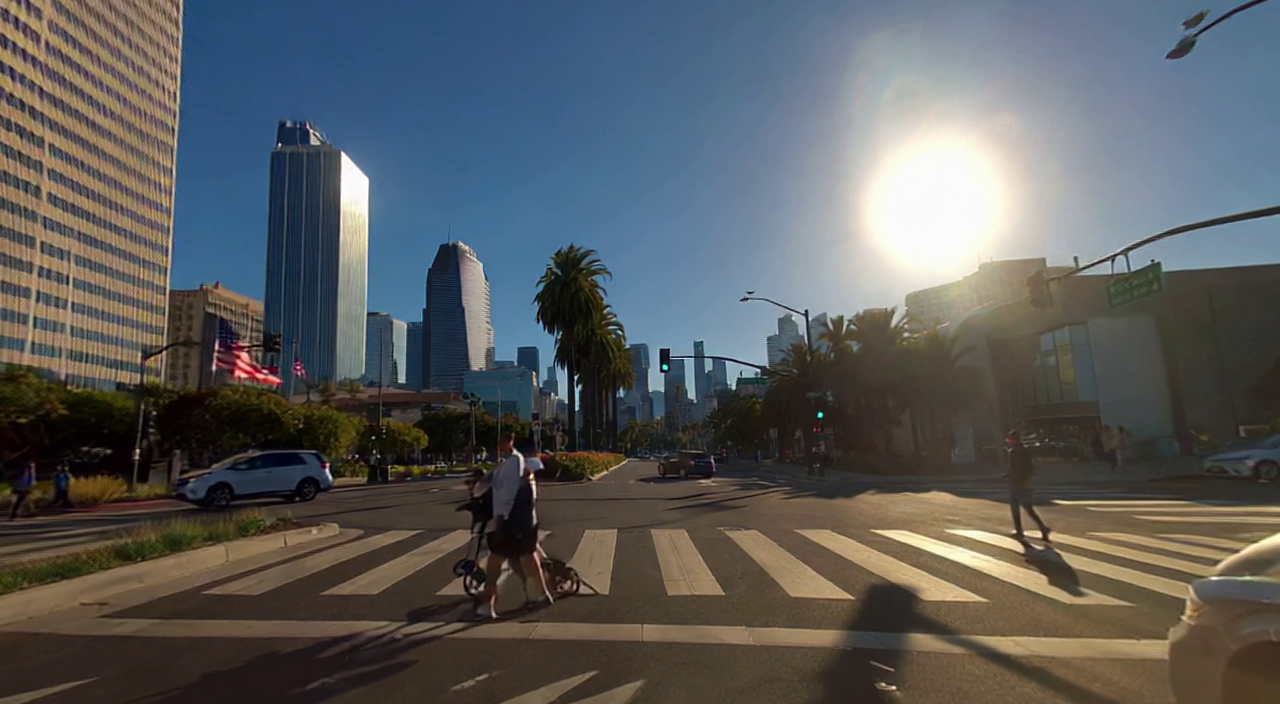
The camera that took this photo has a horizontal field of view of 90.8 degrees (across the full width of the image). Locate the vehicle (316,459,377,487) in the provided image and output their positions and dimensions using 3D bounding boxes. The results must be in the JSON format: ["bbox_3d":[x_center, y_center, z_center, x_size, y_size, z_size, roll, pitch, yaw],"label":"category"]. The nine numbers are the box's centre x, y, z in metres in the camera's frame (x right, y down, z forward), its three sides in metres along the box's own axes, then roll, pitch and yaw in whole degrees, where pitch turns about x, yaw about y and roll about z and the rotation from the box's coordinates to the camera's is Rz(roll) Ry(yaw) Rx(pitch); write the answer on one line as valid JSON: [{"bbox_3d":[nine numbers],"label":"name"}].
[{"bbox_3d":[-20.097,8.262,43.455,2.043,1.745,4.420,0,-8,0],"label":"vehicle"}]

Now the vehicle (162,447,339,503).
[{"bbox_3d":[-12.275,3.872,20.306,4.499,1.594,1.898,3,-9,-23],"label":"vehicle"}]

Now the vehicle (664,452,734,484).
[{"bbox_3d":[2.999,6.001,33.047,2.000,1.525,4.273,3,-9,-19],"label":"vehicle"}]
